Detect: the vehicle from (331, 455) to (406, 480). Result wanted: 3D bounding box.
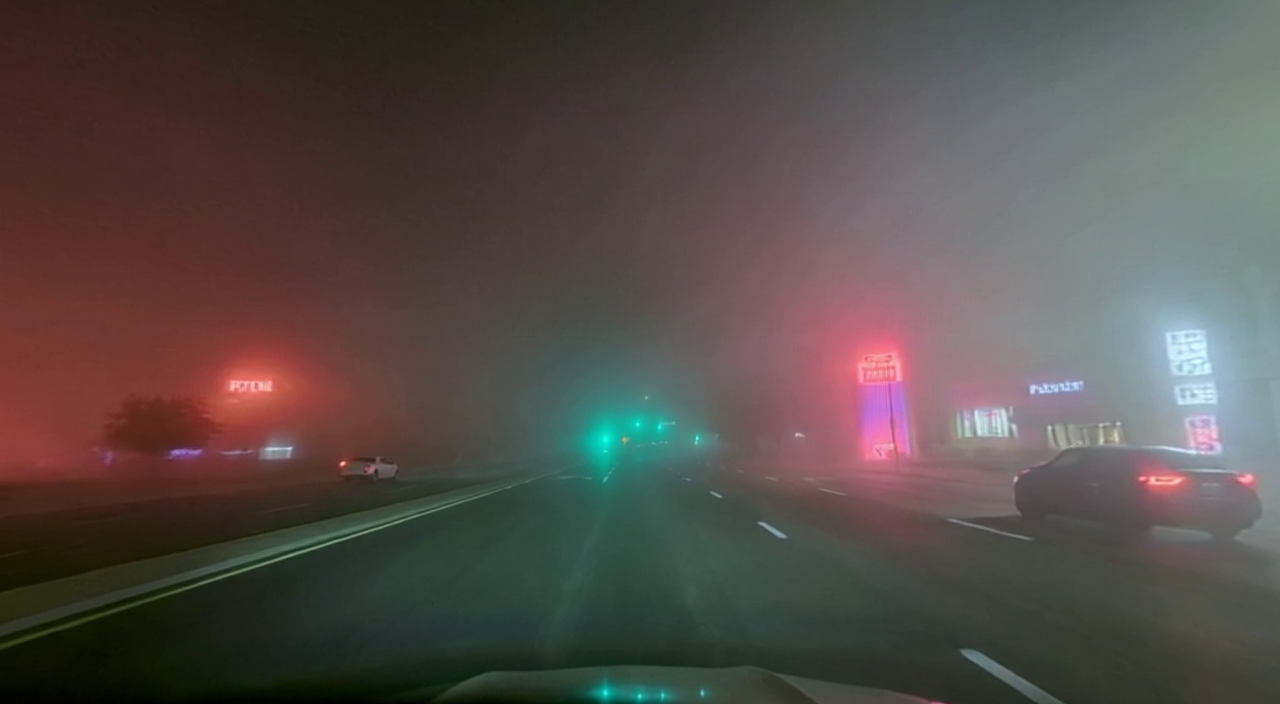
[{"bbox_3d":[-18.271,7.729,42.462,4.523,1.494,1.857,-3,-9,21],"label":"vehicle"}]

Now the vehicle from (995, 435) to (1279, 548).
[{"bbox_3d":[8.128,2.157,10.502,1.936,1.460,4.258,0,-8,0],"label":"vehicle"}]
